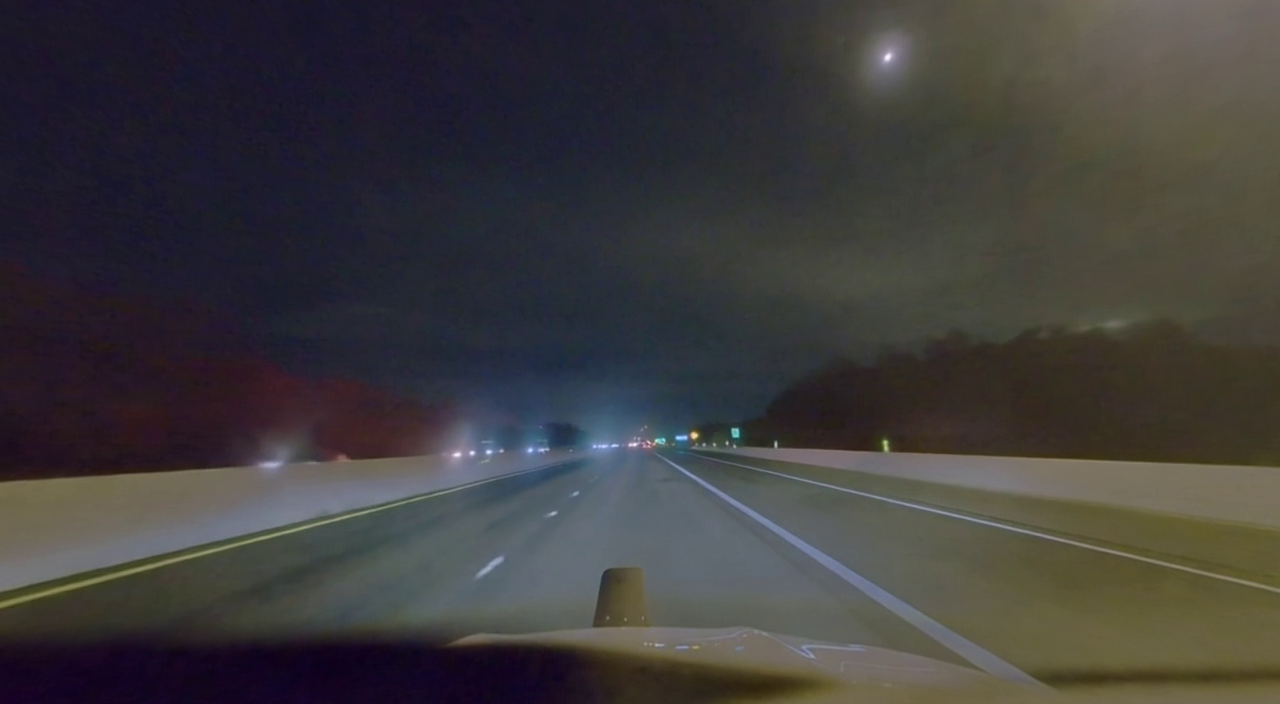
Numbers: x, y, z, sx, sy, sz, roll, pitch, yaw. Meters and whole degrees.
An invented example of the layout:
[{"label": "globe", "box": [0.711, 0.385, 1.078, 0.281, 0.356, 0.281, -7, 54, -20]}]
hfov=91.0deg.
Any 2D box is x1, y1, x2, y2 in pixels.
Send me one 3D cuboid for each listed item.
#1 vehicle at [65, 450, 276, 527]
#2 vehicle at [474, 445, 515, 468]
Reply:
[{"label": "vehicle", "box": [-10.534, 3.038, 14.567, 1.821, 1.477, 3.939, 0, -8, 0]}, {"label": "vehicle", "box": [-10.398, 7.489, 45.269, 1.934, 1.497, 4.181, 0, -8, 0]}]
